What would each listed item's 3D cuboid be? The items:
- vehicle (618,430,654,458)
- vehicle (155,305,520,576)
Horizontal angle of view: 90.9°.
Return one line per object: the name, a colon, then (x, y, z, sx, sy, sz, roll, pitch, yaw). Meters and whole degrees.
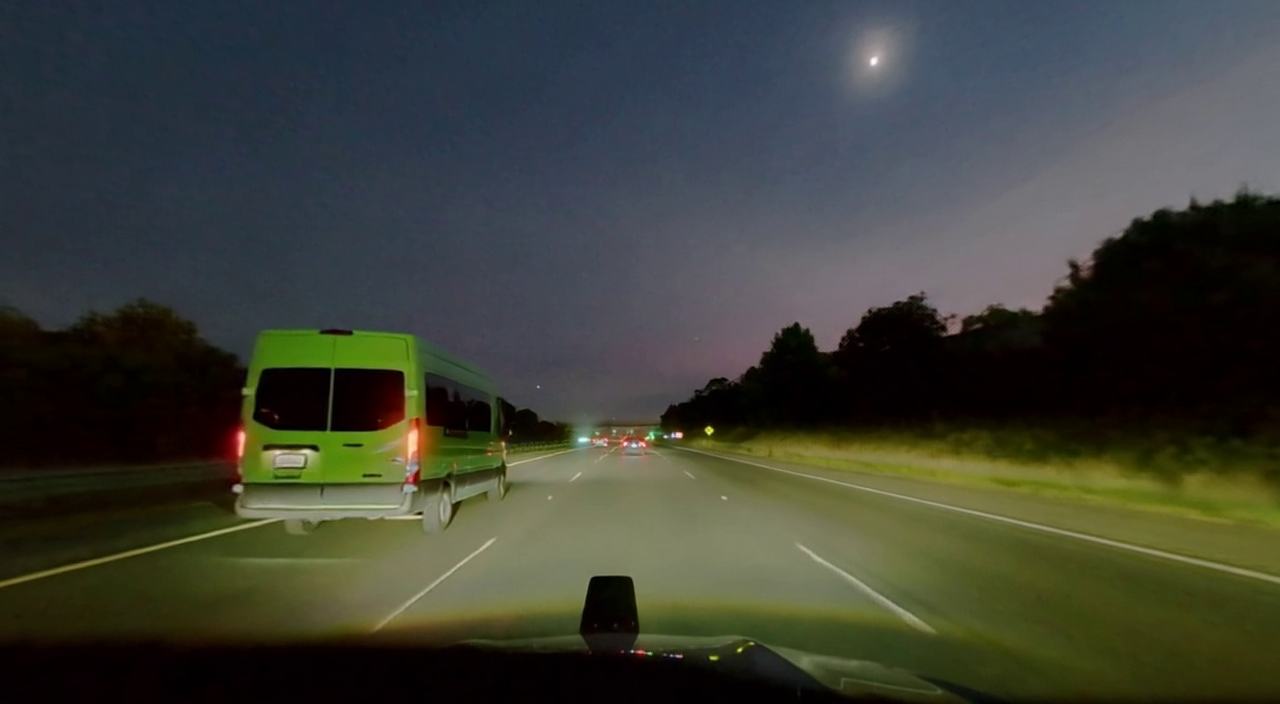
vehicle: (-0.272, 5.779, 39.631, 2.104, 1.646, 4.176, 0, -8, -1)
vehicle: (-3.408, 1.204, 8.966, 2.424, 2.577, 5.828, 0, -8, -2)
